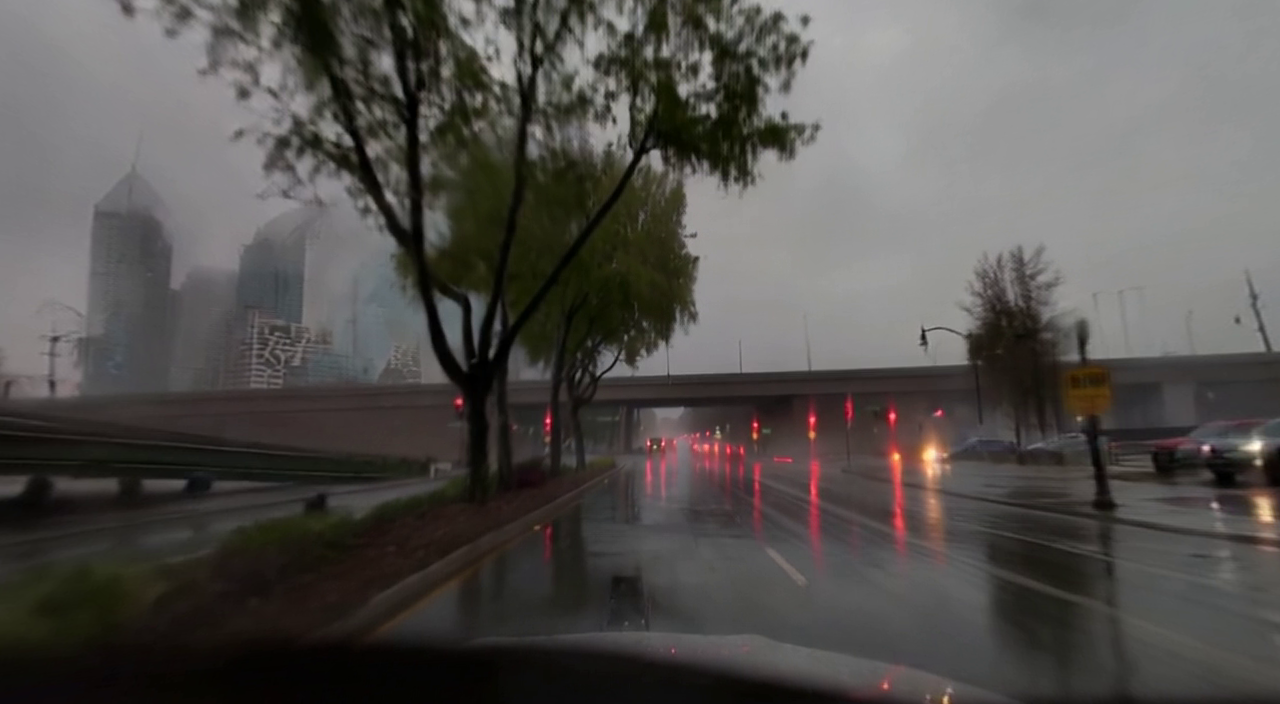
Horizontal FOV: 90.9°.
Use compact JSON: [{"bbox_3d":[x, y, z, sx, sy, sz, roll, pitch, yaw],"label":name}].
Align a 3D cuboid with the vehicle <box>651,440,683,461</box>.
[{"bbox_3d":[2.023,7.353,46.923,2.280,1.475,4.051,-1,-9,4],"label":"vehicle"}]
